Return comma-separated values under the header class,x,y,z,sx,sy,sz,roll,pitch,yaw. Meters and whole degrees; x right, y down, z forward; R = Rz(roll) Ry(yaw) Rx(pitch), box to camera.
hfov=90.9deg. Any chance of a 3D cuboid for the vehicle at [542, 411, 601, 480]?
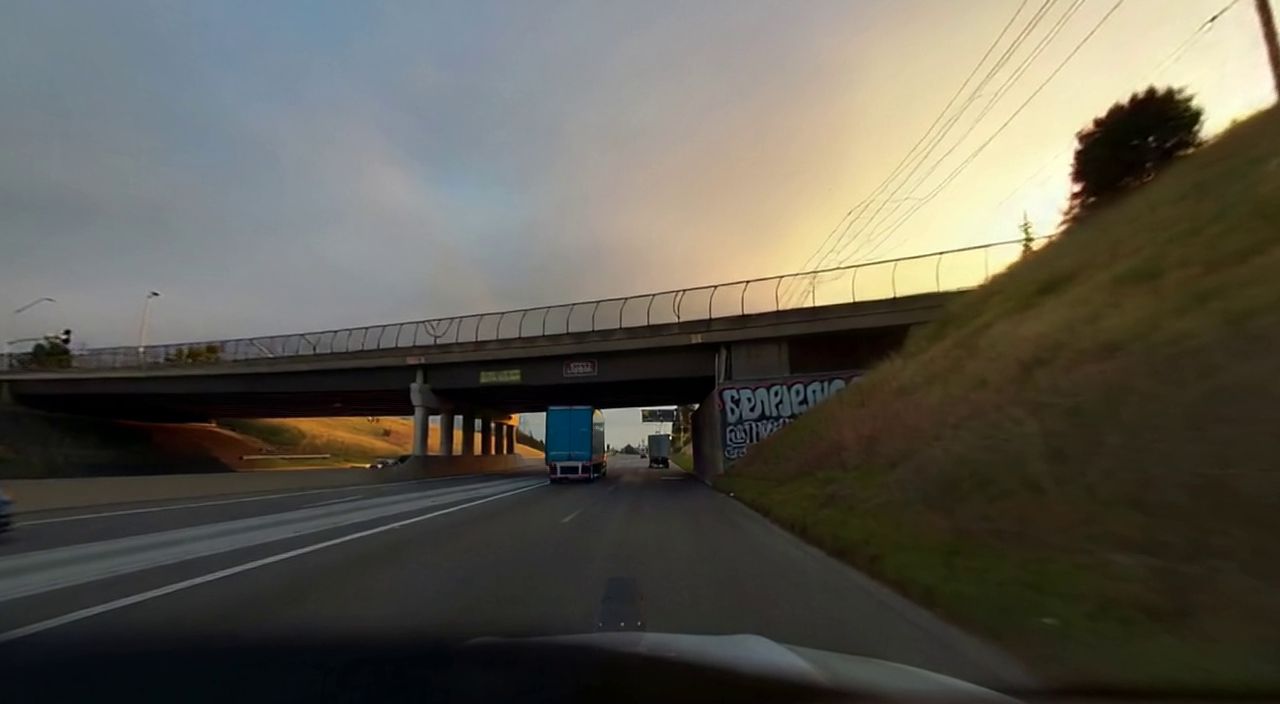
class,x,y,z,sx,sy,sz,roll,pitch,yaw
vehicle,-4.361,6.241,41.960,2.955,4.022,8.842,0,-9,0
